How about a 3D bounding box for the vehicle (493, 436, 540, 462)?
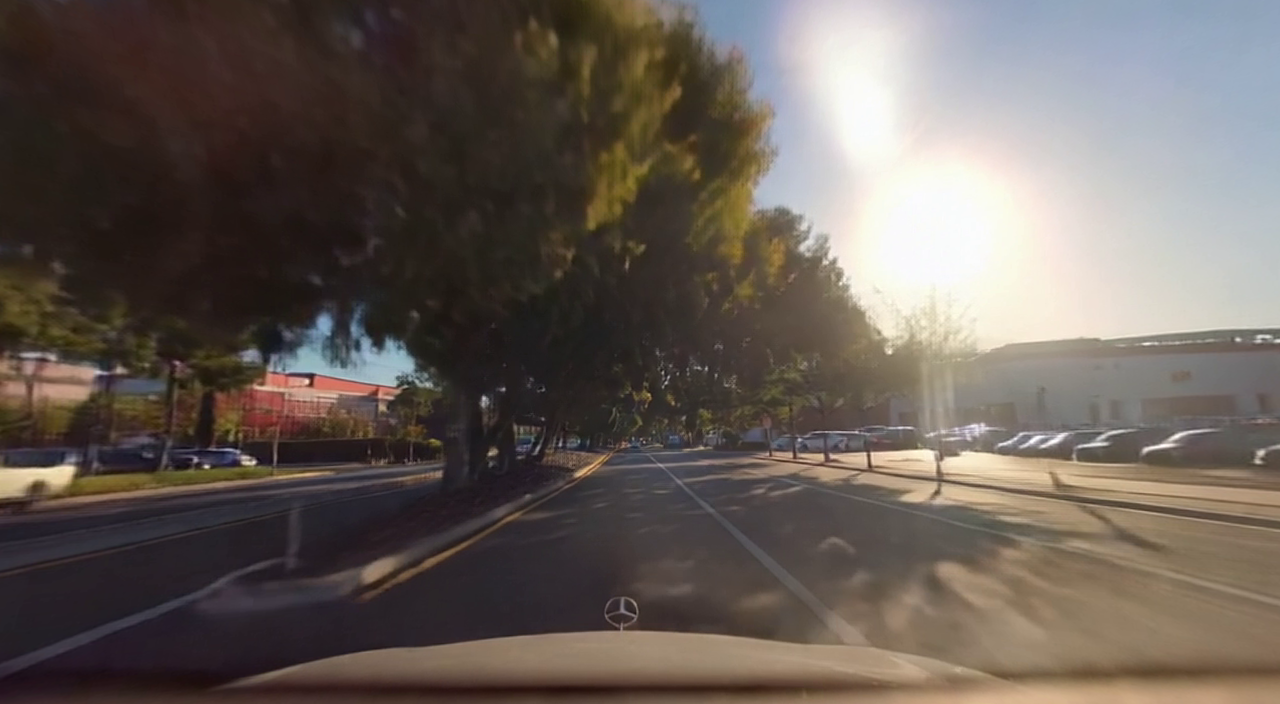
[{"bbox_3d":[-9.016,7.039,45.877,1.958,1.774,4.497,5,-10,-30],"label":"vehicle"}]
